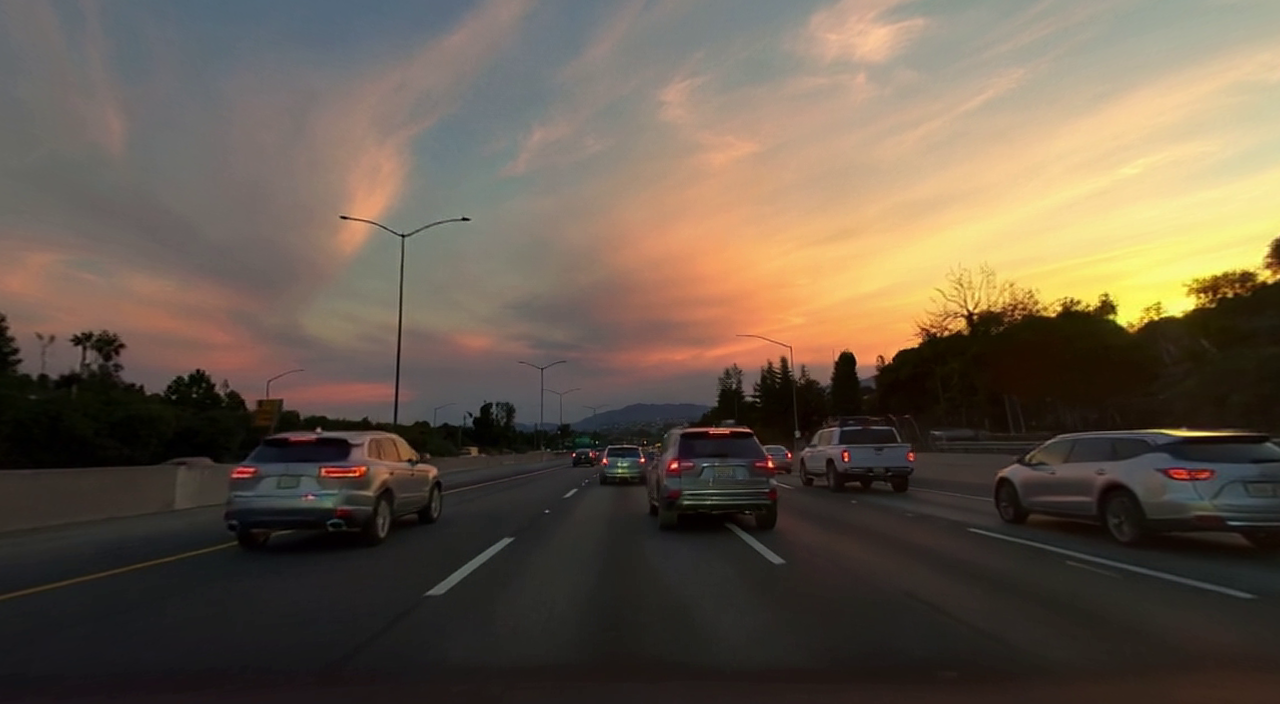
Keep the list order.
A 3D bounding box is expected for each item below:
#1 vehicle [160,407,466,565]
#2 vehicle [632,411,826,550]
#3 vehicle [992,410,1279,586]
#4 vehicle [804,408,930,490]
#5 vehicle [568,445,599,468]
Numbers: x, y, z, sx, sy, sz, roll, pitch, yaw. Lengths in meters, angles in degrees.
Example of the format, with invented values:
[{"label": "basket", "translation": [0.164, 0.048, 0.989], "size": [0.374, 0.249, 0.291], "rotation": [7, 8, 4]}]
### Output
[{"label": "vehicle", "translation": [-4.304, 1.856, 9.419], "size": [2.047, 1.755, 4.638], "rotation": [0, -9, 0]}, {"label": "vehicle", "translation": [1.120, 1.938, 10.073], "size": [2.230, 1.740, 3.976], "rotation": [1, -9, -4]}, {"label": "vehicle", "translation": [6.919, 1.724, 8.245], "size": [1.972, 1.647, 4.429], "rotation": [0, -9, -1]}, {"label": "vehicle", "translation": [7.821, 3.463, 22.541], "size": [2.390, 2.503, 5.788], "rotation": [0, -9, 1]}, {"label": "vehicle", "translation": [-4.195, 7.841, 47.413], "size": [1.889, 1.600, 4.043], "rotation": [0, -9, 1]}]
